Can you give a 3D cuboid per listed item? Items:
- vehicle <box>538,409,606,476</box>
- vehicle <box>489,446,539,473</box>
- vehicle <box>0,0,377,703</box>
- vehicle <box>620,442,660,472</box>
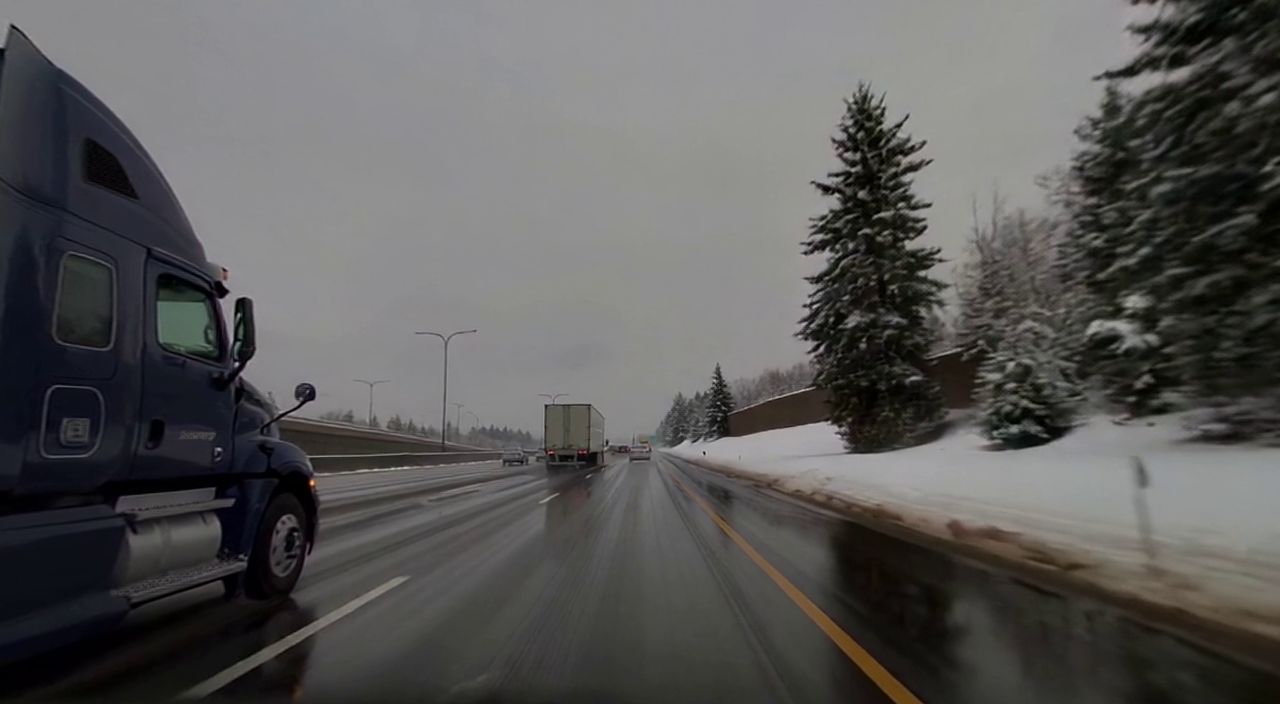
[{"bbox_3d":[-3.684,5.292,36.623,2.956,3.331,9.575,0,-9,0],"label":"vehicle"},{"bbox_3d":[-7.250,6.205,36.538,1.962,1.489,4.002,0,-9,1],"label":"vehicle"},{"bbox_3d":[-3.745,-0.099,0.299,3.025,3.266,9.256,0,-9,1],"label":"vehicle"},{"bbox_3d":[0.024,6.128,36.915,2.178,1.640,4.071,0,-9,1],"label":"vehicle"}]
